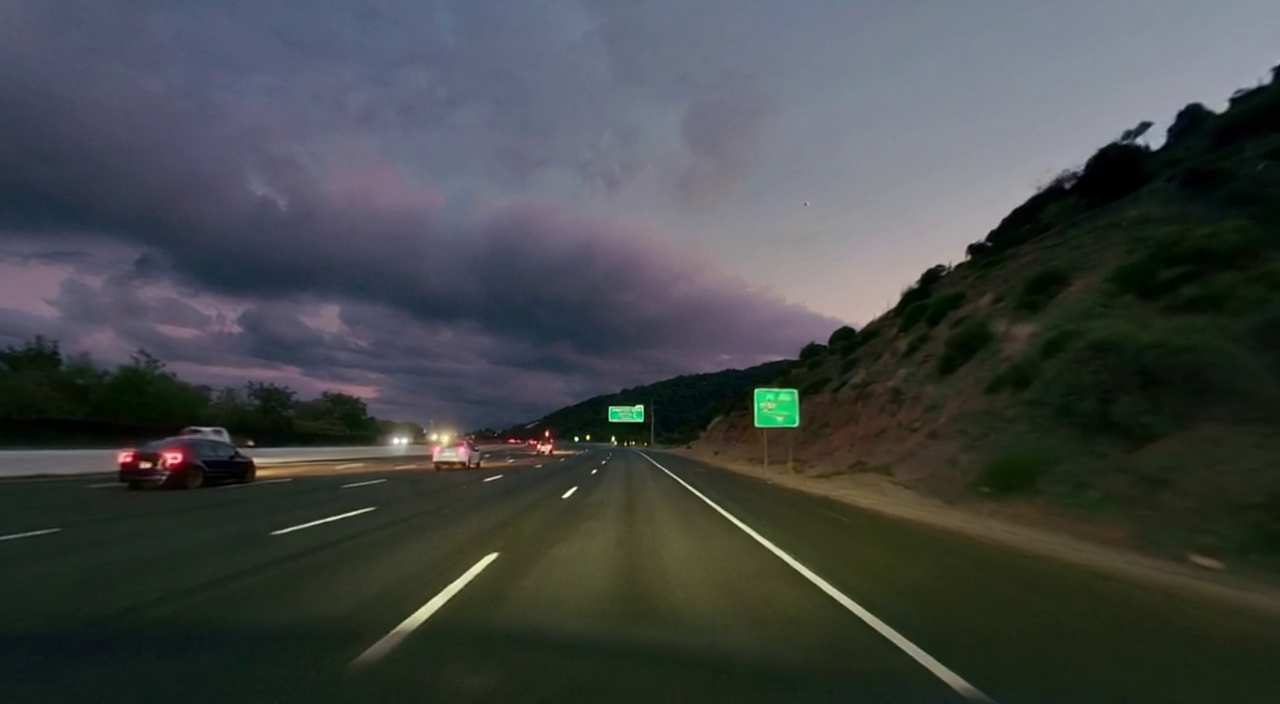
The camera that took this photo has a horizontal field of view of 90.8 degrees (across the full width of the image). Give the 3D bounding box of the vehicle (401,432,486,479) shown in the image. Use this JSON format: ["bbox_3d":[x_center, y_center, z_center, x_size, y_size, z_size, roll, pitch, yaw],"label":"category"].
[{"bbox_3d":[-7.844,4.185,25.684,2.104,1.715,4.319,0,-9,-1],"label":"vehicle"}]

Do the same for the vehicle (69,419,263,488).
[{"bbox_3d":[-15.304,3.353,20.989,2.240,1.953,5.452,0,-9,-1],"label":"vehicle"}]
